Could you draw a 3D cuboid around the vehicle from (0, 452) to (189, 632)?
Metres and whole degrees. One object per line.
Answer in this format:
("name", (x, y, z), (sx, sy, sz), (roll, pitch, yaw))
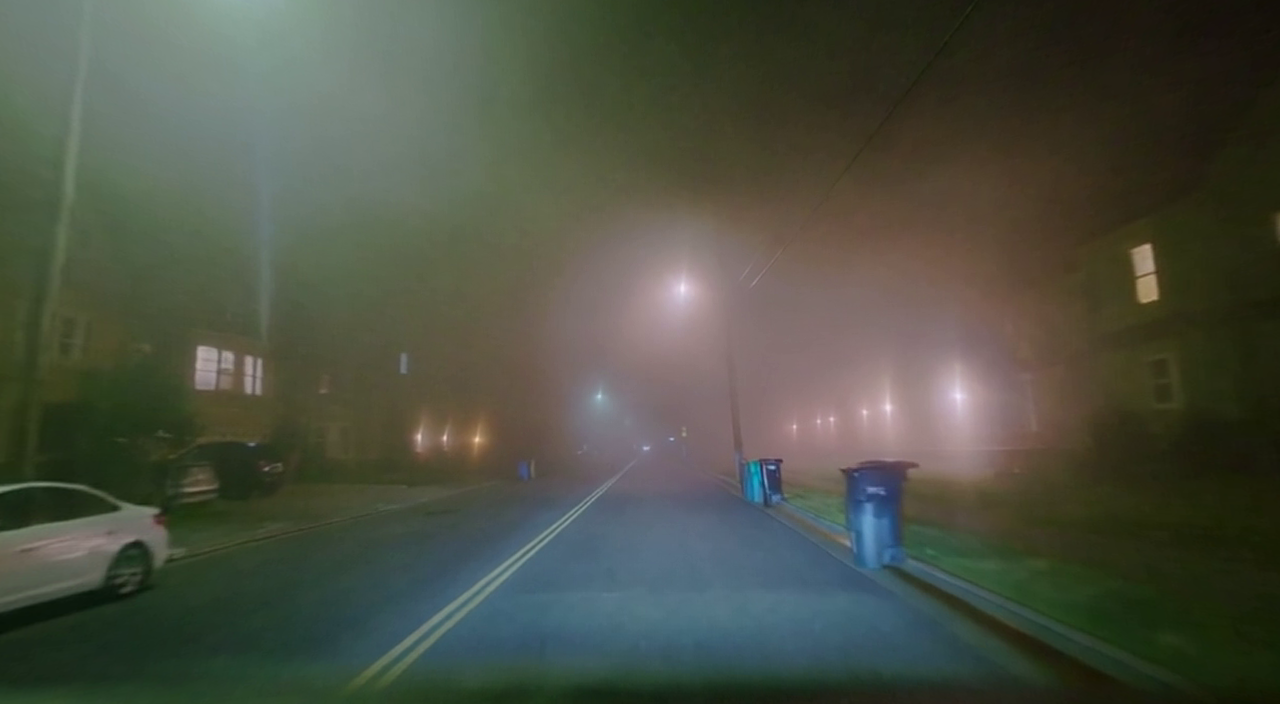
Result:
("vehicle", (-6.505, 1.759, 5.559), (1.880, 1.458, 4.292), (-4, -7, 1))

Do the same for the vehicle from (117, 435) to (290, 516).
("vehicle", (-12.796, 3.546, 18.916), (2.085, 1.904, 4.521), (-5, -7, -1))
